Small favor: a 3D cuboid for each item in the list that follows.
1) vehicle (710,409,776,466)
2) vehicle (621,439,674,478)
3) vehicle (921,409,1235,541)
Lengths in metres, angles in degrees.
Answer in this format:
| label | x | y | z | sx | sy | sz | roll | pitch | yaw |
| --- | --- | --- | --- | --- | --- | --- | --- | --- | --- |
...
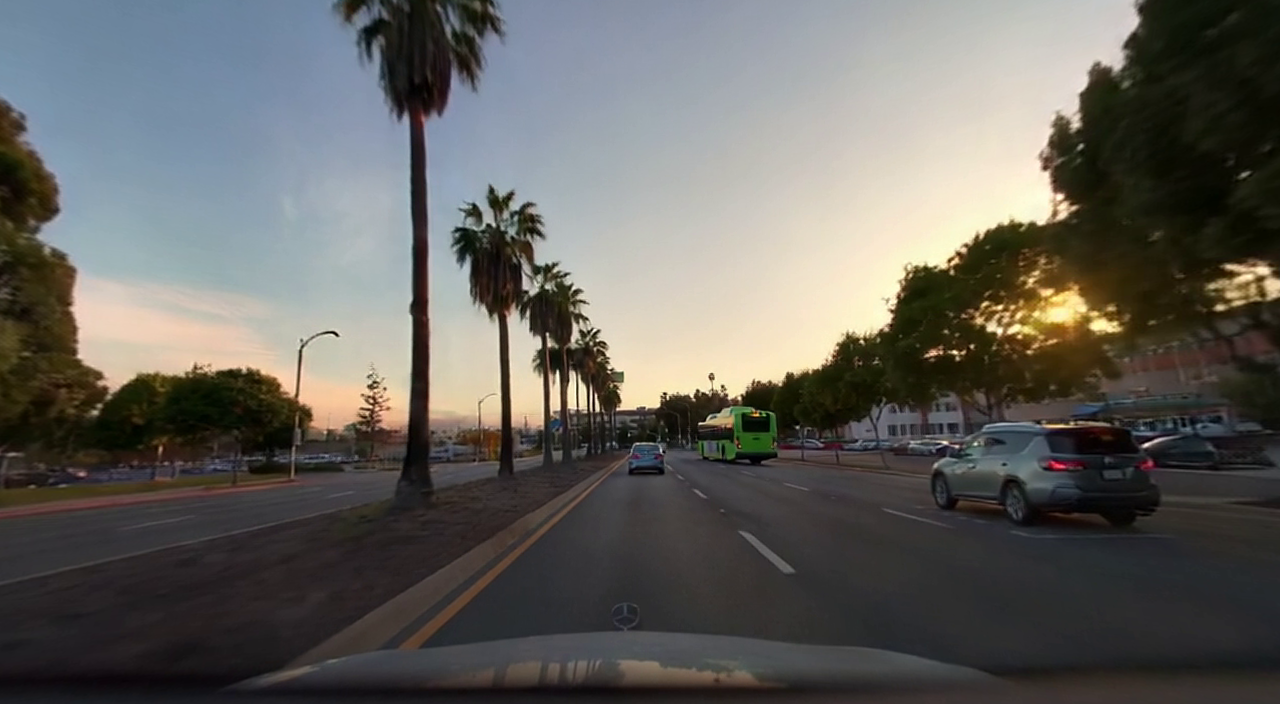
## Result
| label | x | y | z | sx | sy | sz | roll | pitch | yaw |
| --- | --- | --- | --- | --- | --- | --- | --- | --- | --- |
| vehicle | 6.706 | 5.819 | 42.581 | 2.795 | 3.383 | 9.287 | 0 | -9 | -1 |
| vehicle | 0.261 | 4.499 | 26.907 | 2.065 | 1.477 | 4.306 | 0 | -9 | -1 |
| vehicle | 6.537 | 1.891 | 10.201 | 2.031 | 1.670 | 4.154 | 0 | -9 | 0 |
